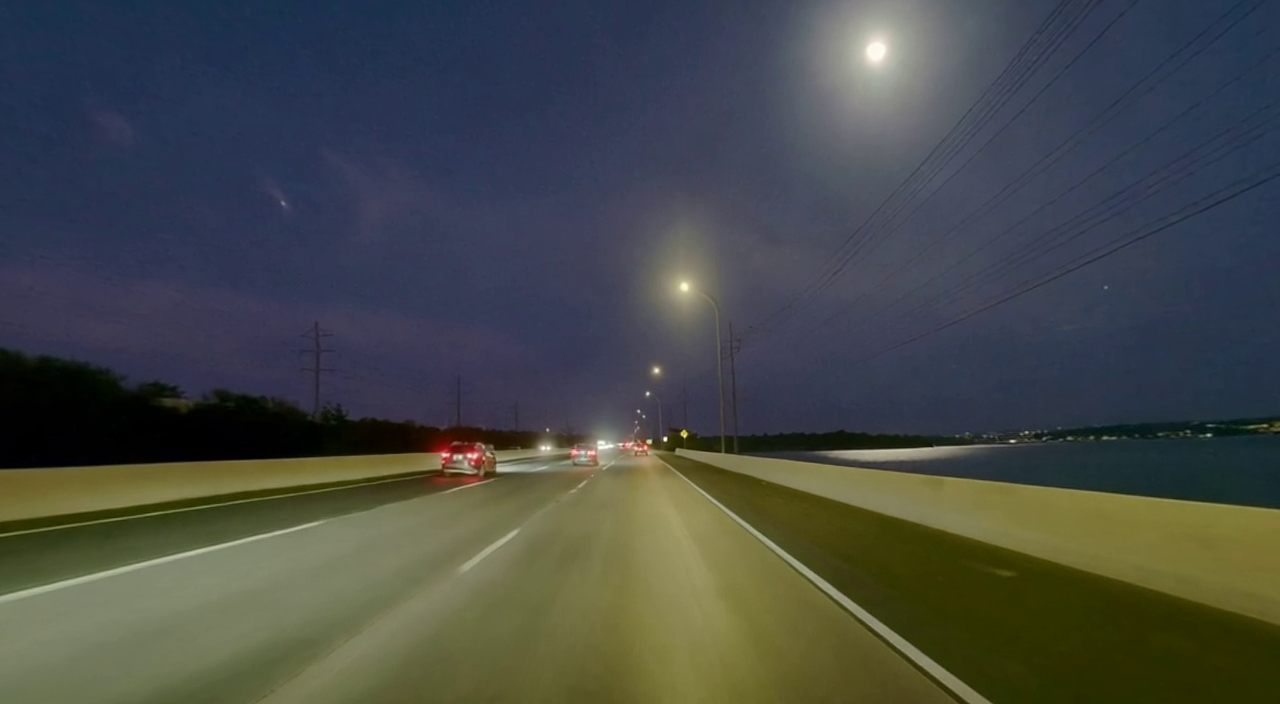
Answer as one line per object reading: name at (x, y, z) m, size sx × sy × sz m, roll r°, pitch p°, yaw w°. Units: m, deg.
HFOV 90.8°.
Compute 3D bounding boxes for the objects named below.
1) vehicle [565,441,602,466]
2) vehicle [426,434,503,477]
vehicle at (-3.545, 6.496, 40.435) m, size 1.957 × 1.494 × 4.207 m, roll 0°, pitch -8°, yaw 1°
vehicle at (-7.531, 4.473, 27.535) m, size 2.050 × 1.717 × 4.418 m, roll 0°, pitch -8°, yaw 0°
